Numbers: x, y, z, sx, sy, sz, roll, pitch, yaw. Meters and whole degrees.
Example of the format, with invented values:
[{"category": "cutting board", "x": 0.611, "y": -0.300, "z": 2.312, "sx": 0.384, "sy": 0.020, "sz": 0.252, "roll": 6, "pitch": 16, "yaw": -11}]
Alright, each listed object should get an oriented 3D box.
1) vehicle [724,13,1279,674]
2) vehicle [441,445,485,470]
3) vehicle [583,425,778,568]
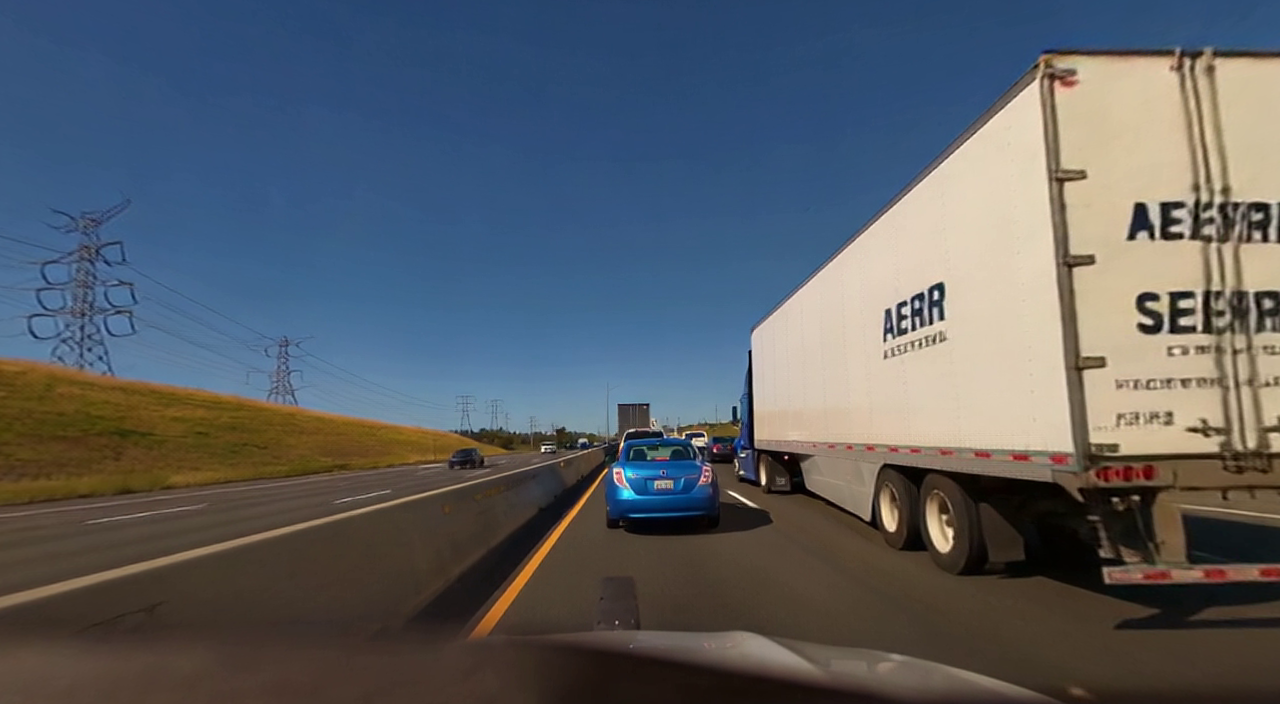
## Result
[{"category": "vehicle", "x": 4.202, "y": 0.790, "z": 10.929, "sx": 3.138, "sy": 4.065, "sz": 14.276, "roll": 0, "pitch": -8, "yaw": -2}, {"category": "vehicle", "x": -11.919, "y": 7.128, "z": 42.591, "sx": 1.856, "sy": 1.559, "sz": 3.844, "roll": -1, "pitch": -8, "yaw": 0}, {"category": "vehicle", "x": 0.348, "y": 1.763, "z": 8.430, "sx": 2.045, "sy": 1.446, "sz": 3.597, "roll": 0, "pitch": -8, "yaw": -2}]
